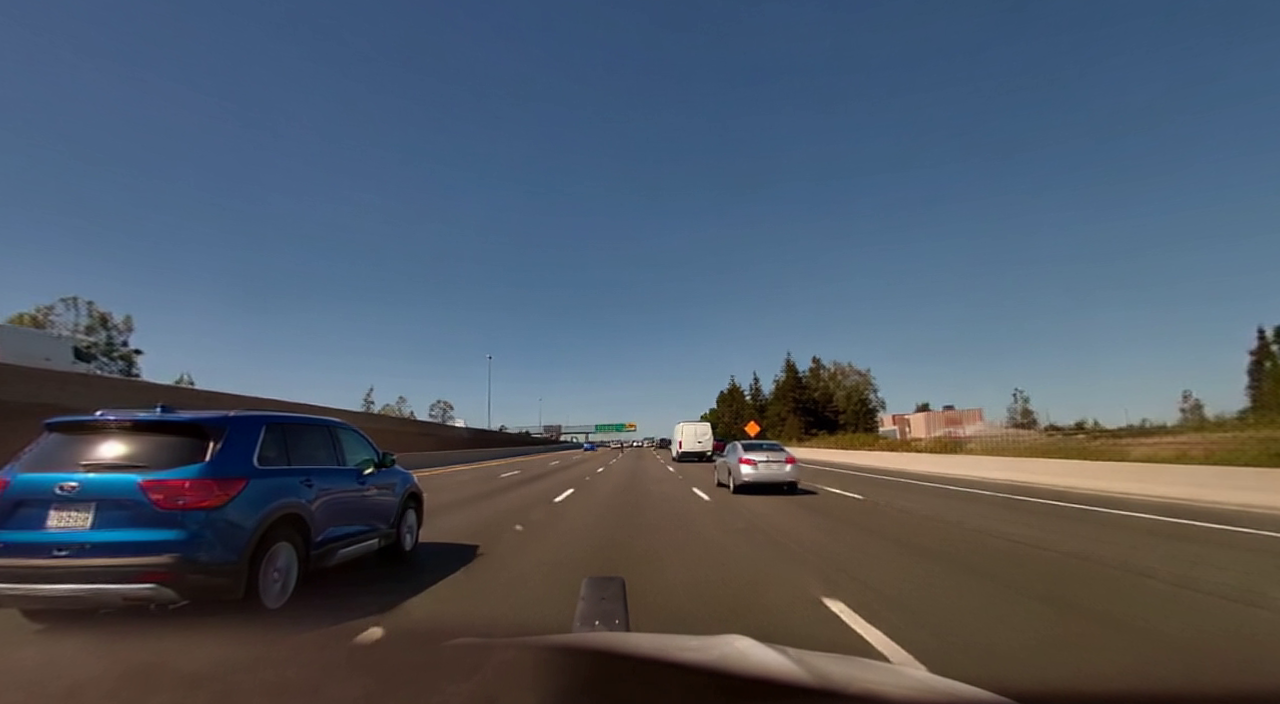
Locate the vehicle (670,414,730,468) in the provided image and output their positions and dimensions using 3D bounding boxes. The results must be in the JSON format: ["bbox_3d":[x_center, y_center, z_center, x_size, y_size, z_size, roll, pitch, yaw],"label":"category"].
[{"bbox_3d":[3.255,5.058,35.797,2.629,2.718,6.740,0,-8,-1],"label":"vehicle"}]

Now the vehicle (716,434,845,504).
[{"bbox_3d":[3.392,2.944,16.446,2.108,1.509,5.059,0,-8,-1],"label":"vehicle"}]

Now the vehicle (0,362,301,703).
[{"bbox_3d":[-4.021,0.949,3.454,2.000,1.646,4.201,0,-8,0],"label":"vehicle"}]

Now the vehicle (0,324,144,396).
[{"bbox_3d":[-18.404,0.370,19.460,2.044,1.573,4.964,0,-8,3],"label":"vehicle"}]
